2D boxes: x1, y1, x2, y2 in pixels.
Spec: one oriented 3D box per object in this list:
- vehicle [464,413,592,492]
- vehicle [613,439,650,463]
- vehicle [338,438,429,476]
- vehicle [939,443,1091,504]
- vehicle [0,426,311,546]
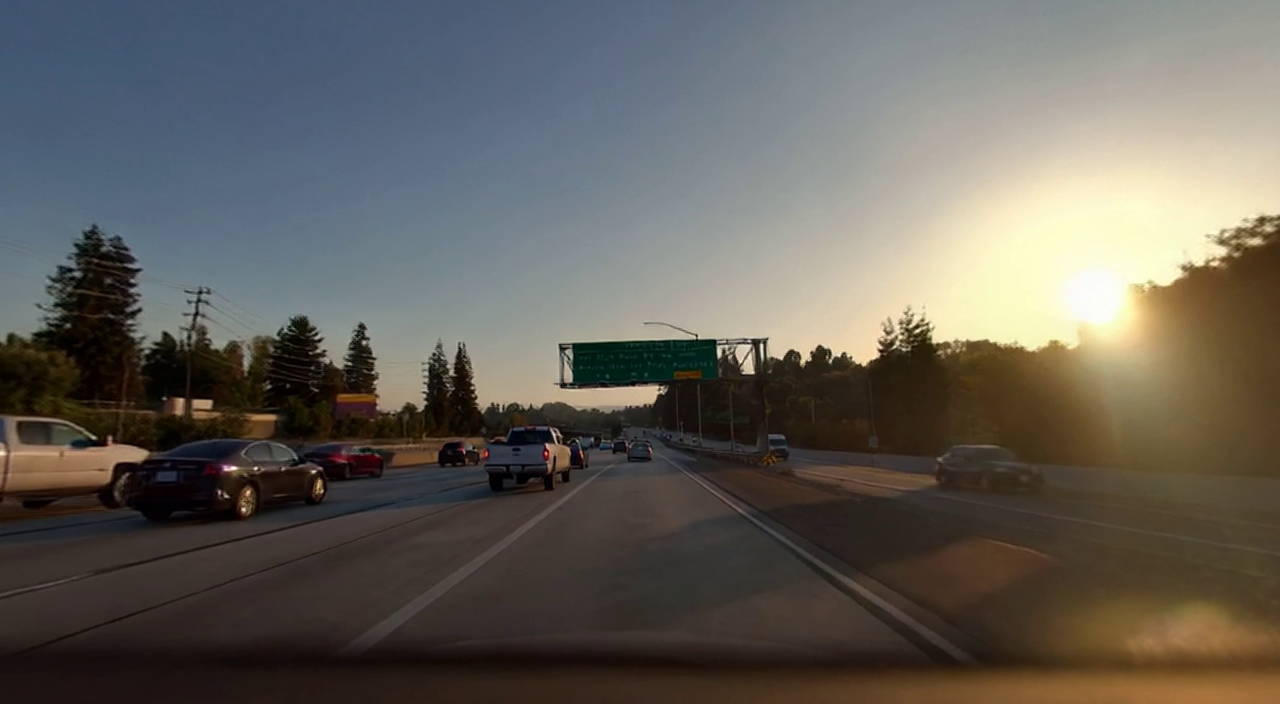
[{"bbox_3d":[-3.227,3.145,19.981,2.815,2.092,6.526,0,-8,1],"label":"vehicle"},{"bbox_3d":[-0.491,6.508,41.371,2.013,1.444,4.447,-1,-8,5],"label":"vehicle"},{"bbox_3d":[-10.888,4.483,27.070,1.884,1.453,4.579,0,-8,2],"label":"vehicle"},{"bbox_3d":[11.672,3.762,20.022,2.048,1.720,4.524,0,-8,0],"label":"vehicle"},{"bbox_3d":[-7.563,2.006,10.141,1.964,1.481,4.425,0,-8,2],"label":"vehicle"}]
